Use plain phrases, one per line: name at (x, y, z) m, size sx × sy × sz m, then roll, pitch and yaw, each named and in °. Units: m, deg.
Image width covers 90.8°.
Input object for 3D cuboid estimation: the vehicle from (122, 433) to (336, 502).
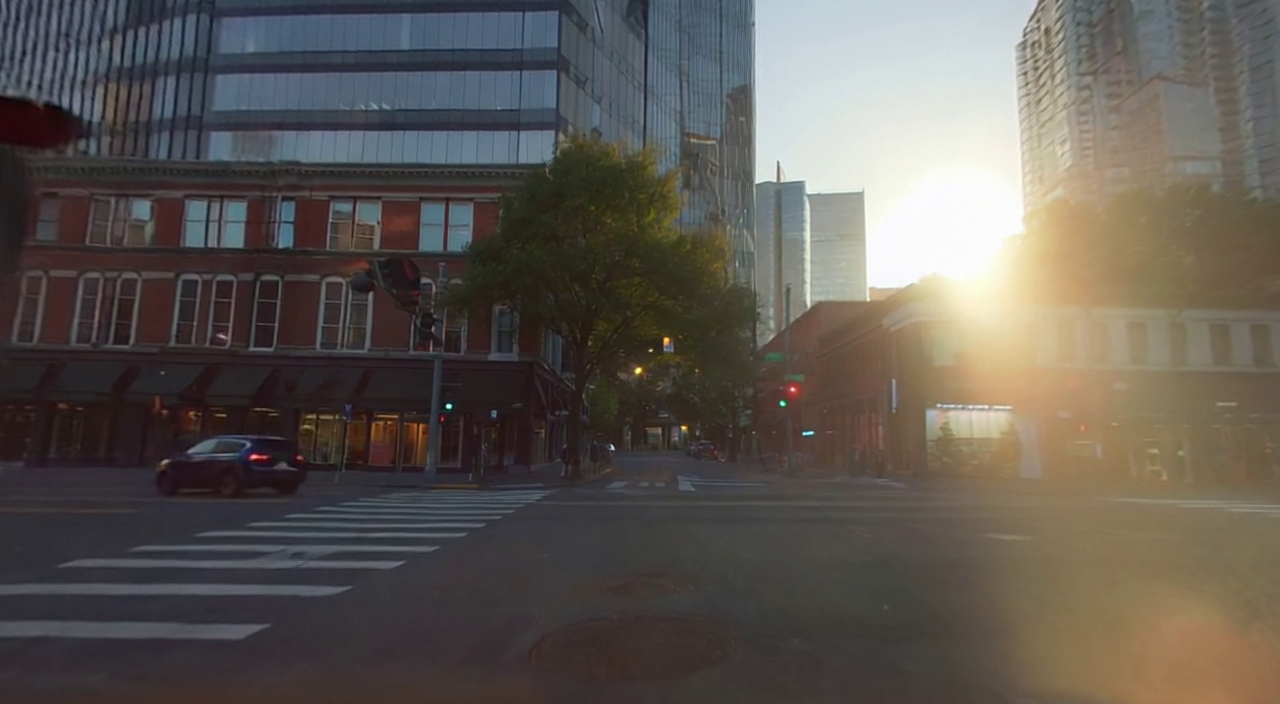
vehicle at (-10.069, 2.778, 15.542) m, size 4.459 × 1.482 × 2.106 m, roll -3°, pitch -9°, yaw 21°
